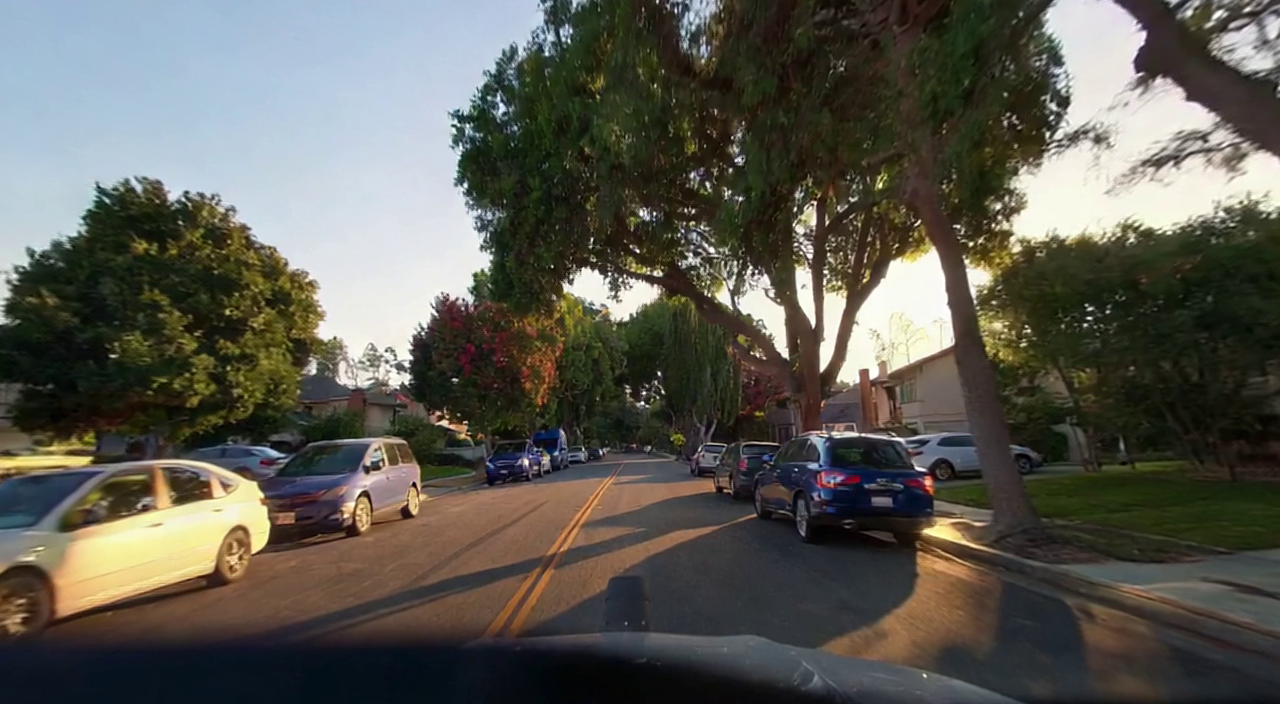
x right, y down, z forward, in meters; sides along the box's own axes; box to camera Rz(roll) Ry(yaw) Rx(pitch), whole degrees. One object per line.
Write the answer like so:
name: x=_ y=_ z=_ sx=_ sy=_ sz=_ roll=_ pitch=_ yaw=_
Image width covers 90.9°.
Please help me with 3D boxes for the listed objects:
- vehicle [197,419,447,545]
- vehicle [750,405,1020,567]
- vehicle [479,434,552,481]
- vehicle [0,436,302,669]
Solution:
vehicle: x=-5.377 y=2.242 z=11.623 sx=2.163 sy=1.818 sz=4.697 roll=0 pitch=-8 yaw=0
vehicle: x=3.240 y=1.891 z=9.759 sx=2.059 sy=1.824 sz=5.045 roll=0 pitch=-8 yaw=-1
vehicle: x=-5.247 y=4.497 z=27.223 sx=2.090 sy=1.855 sz=4.494 roll=0 pitch=-8 yaw=2
vehicle: x=-5.411 y=1.566 z=5.692 sx=2.134 sy=1.569 sz=4.628 roll=0 pitch=-8 yaw=0
